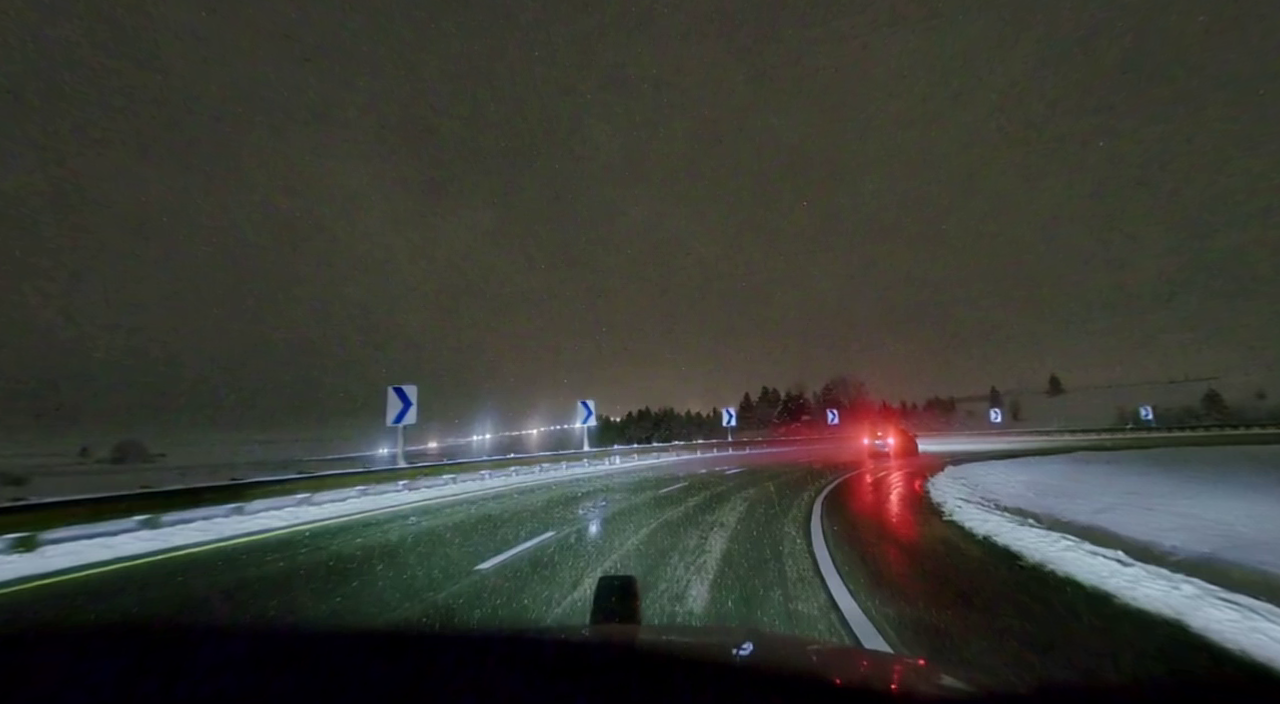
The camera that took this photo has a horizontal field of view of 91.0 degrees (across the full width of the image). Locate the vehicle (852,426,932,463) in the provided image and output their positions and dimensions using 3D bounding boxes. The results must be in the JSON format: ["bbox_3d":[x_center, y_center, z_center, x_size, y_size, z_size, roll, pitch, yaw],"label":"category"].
[{"bbox_3d":[11.147,4.043,27.740,2.028,1.440,3.970,-5,-9,41],"label":"vehicle"}]
